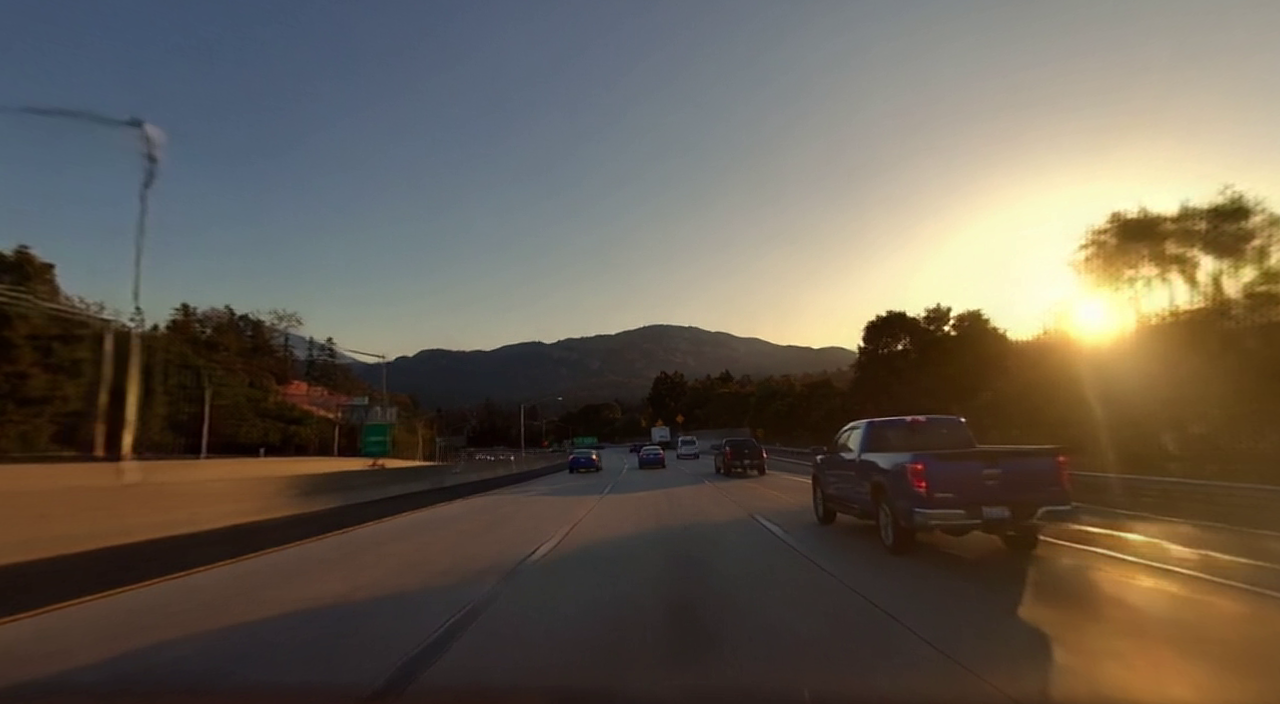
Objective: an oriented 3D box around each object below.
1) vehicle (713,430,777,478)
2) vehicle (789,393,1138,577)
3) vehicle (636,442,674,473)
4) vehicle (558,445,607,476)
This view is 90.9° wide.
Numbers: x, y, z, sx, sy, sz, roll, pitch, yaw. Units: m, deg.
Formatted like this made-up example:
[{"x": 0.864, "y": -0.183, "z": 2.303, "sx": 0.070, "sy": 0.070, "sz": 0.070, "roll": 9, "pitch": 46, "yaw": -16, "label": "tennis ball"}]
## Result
[{"x": 4.679, "y": 4.612, "z": 28.753, "sx": 2.057, "sy": 1.958, "sz": 4.495, "roll": 0, "pitch": -9, "yaw": -1, "label": "vehicle"}, {"x": 3.895, "y": 1.742, "z": 9.112, "sx": 2.229, "sy": 1.837, "sz": 5.387, "roll": 0, "pitch": -8, "yaw": 1, "label": "vehicle"}, {"x": 0.768, "y": 5.715, "z": 34.402, "sx": 1.959, "sy": 1.604, "sz": 4.065, "roll": 0, "pitch": -8, "yaw": 0, "label": "vehicle"}, {"x": -3.031, "y": 5.840, "z": 34.188, "sx": 2.109, "sy": 1.530, "sz": 4.646, "roll": 0, "pitch": -8, "yaw": 1, "label": "vehicle"}]
